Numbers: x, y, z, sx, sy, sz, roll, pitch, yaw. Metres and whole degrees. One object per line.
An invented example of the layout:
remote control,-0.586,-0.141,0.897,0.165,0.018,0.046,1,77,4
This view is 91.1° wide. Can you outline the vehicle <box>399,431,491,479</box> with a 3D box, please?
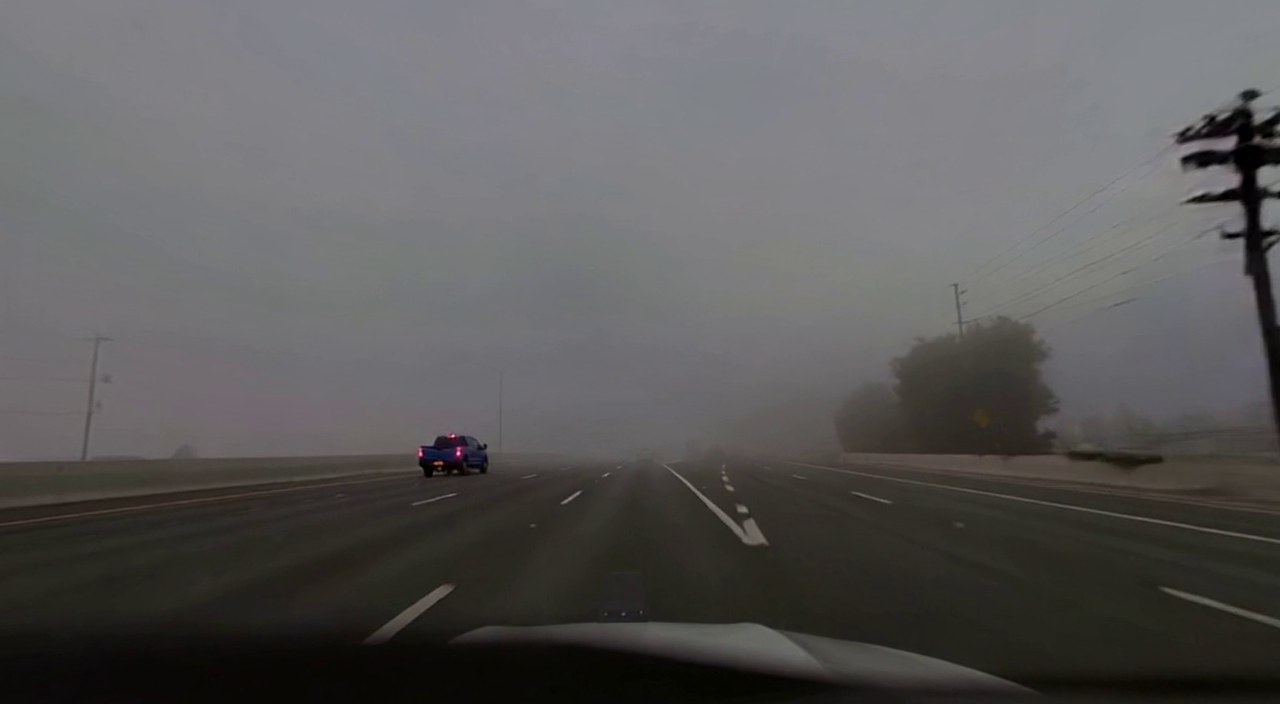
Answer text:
vehicle,-9.839,5.259,32.401,2.667,2.213,6.081,0,-8,1
